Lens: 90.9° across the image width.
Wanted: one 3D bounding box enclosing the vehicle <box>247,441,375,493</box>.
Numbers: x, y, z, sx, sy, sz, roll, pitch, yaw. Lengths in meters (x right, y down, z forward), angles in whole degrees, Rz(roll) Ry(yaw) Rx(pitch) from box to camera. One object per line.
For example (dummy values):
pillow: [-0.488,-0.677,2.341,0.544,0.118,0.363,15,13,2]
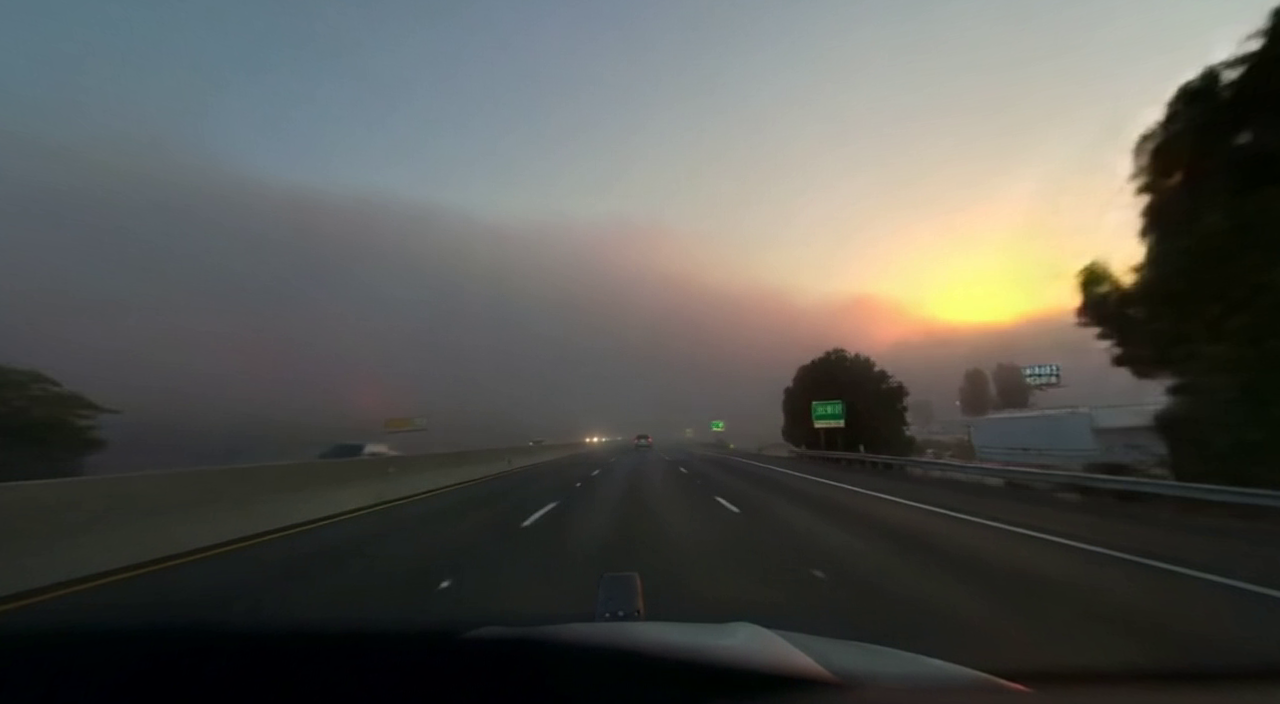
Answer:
vehicle: [-10.390,3.629,20.318,1.856,1.476,4.095,0,-8,1]
